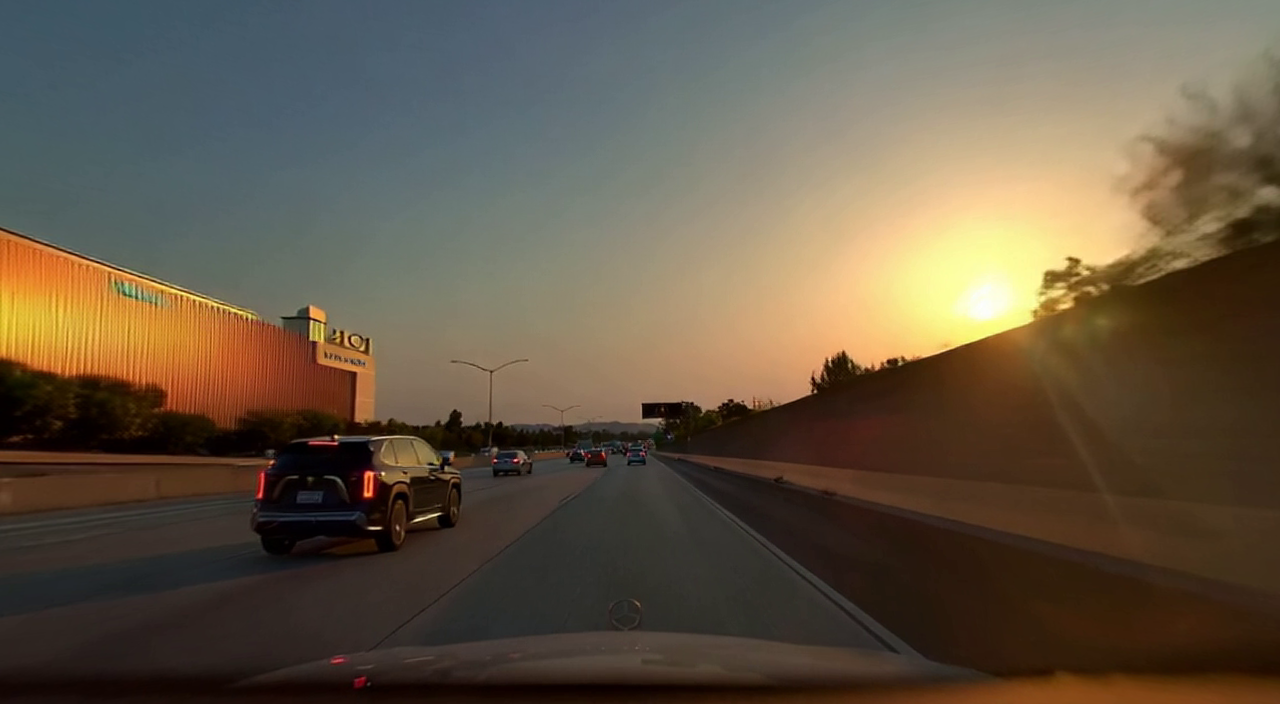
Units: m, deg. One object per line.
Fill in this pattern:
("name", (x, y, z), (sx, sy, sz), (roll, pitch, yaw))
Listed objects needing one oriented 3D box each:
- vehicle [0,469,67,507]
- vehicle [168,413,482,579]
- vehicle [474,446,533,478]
("vehicle", (-28.126, 6.005, 27.823), (1.835, 1.476, 3.924), (0, -9, 1))
("vehicle", (-3.894, 1.854, 8.947), (2.059, 1.725, 4.521), (0, -9, 1))
("vehicle", (-7.175, 5.821, 33.592), (1.998, 1.542, 4.953), (0, -9, 1))
